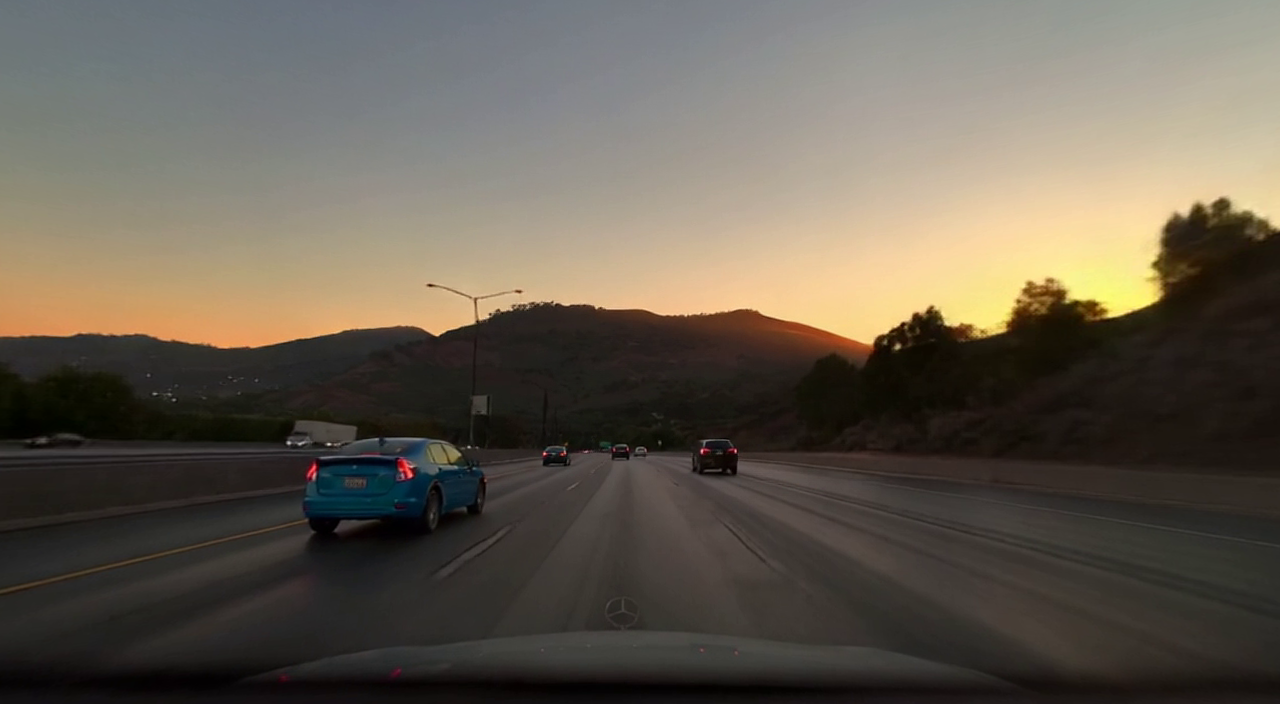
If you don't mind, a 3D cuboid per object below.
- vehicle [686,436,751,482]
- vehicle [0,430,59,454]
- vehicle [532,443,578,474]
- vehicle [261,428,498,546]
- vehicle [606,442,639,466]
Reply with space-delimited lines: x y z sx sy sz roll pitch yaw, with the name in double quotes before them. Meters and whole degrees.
"vehicle" 3.347 4.687 27.902 2.222 1.820 4.733 0 -9 -1
"vehicle" -40.026 5.746 40.173 1.764 1.492 4.342 0 -9 -1
"vehicle" -4.266 5.429 32.265 1.796 1.464 3.839 0 -9 0
"vehicle" -3.870 2.074 10.352 1.993 1.500 4.248 0 -9 1
"vehicle" -1.176 7.035 43.529 2.147 1.572 4.094 0 -9 -1
